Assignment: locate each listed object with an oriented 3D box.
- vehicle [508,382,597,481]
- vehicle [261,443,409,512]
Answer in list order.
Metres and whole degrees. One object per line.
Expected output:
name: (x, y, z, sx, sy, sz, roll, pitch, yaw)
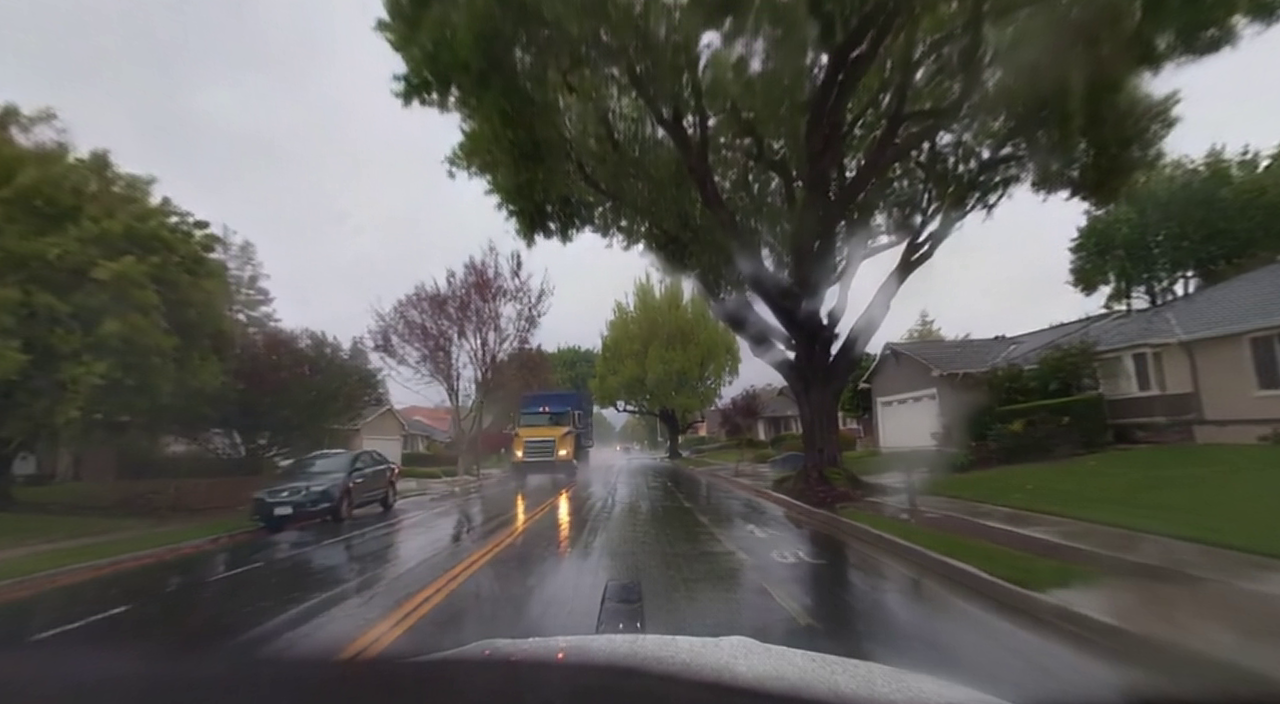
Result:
vehicle: (-4.032, 4.099, 31.911, 3.133, 4.112, 10.695, 0, -8, -1)
vehicle: (-8.946, 3.667, 19.095, 2.119, 1.775, 4.643, 0, -8, 0)
